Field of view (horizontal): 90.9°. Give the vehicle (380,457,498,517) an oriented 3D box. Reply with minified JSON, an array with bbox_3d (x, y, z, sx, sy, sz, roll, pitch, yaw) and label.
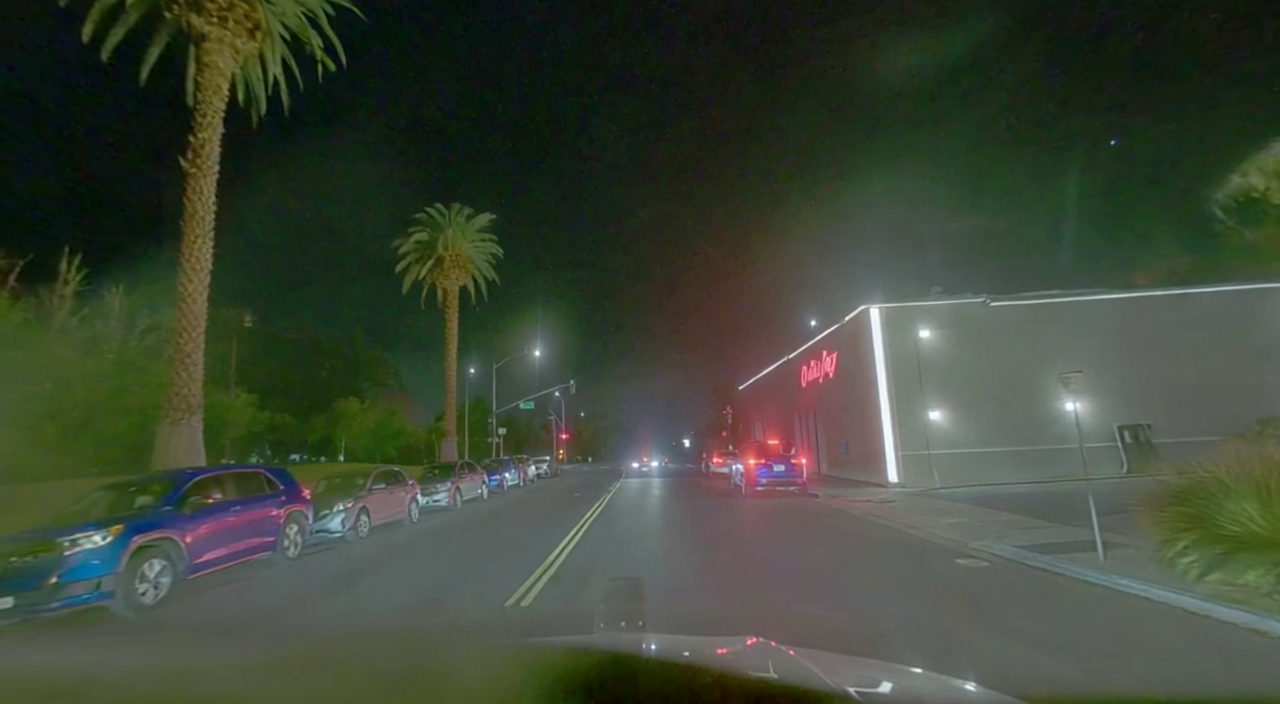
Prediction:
[{"bbox_3d":[-5.844,3.952,19.006,1.874,1.472,4.668,-1,-8,2],"label":"vehicle"}]

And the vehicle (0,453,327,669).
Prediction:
[{"bbox_3d":[-6.074,2.273,7.649,2.186,1.621,4.795,-10,-8,-4],"label":"vehicle"}]

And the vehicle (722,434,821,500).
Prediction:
[{"bbox_3d":[3.946,3.546,19.903,2.099,1.786,5.198,0,-8,1],"label":"vehicle"}]

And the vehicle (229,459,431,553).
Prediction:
[{"bbox_3d":[-6.079,3.031,13.067,1.810,1.489,4.336,-1,-8,3],"label":"vehicle"}]

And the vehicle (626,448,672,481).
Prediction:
[{"bbox_3d":[0.393,5.275,29.913,2.060,1.452,4.078,0,-8,0],"label":"vehicle"}]
